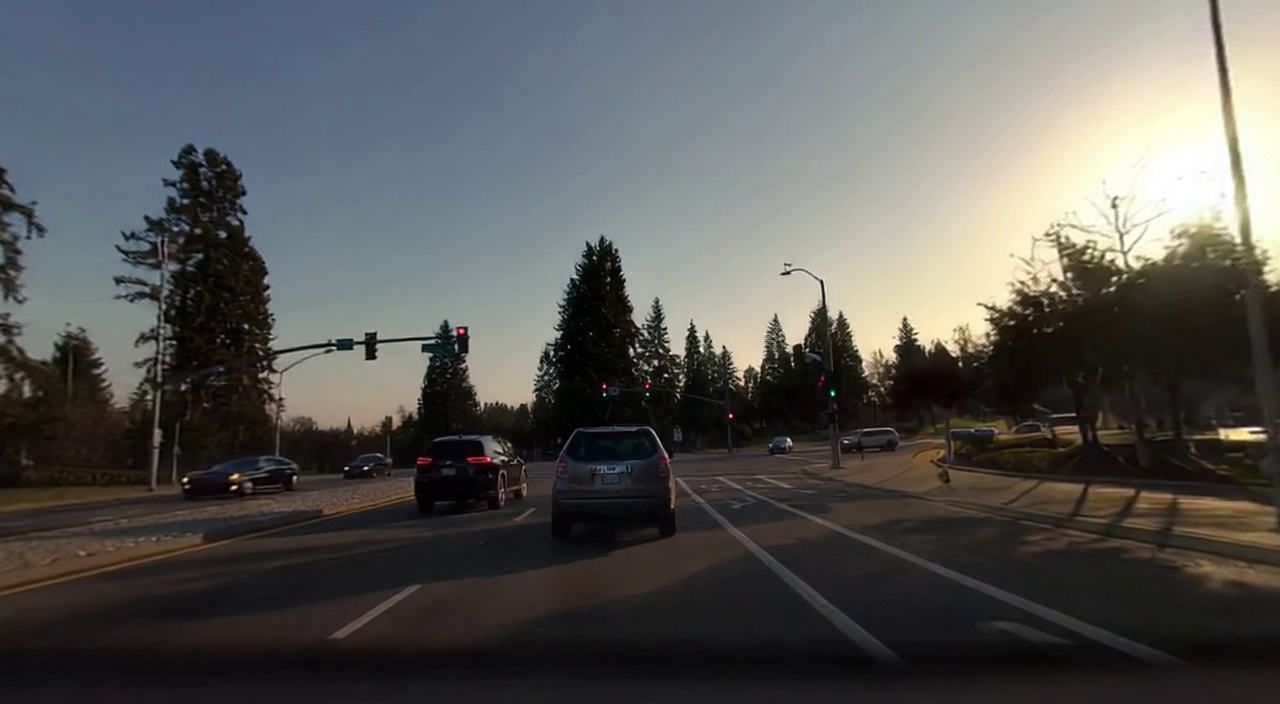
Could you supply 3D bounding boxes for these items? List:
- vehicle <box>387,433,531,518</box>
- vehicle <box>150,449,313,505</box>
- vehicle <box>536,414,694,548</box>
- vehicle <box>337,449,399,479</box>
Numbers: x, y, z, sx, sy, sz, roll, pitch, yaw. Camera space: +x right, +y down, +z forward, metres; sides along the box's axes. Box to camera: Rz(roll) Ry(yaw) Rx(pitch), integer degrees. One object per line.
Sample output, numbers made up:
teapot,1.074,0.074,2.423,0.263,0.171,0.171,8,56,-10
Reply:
vehicle,-3.996,2.787,14.845,2.009,1.673,4.454,0,-8,0
vehicle,-12.386,3.769,19.615,1.935,1.488,4.611,0,-8,0
vehicle,-0.342,2.111,11.104,2.131,1.793,5.016,0,-8,0
vehicle,-16.266,6.680,38.017,1.932,1.673,4.216,0,-8,-1
